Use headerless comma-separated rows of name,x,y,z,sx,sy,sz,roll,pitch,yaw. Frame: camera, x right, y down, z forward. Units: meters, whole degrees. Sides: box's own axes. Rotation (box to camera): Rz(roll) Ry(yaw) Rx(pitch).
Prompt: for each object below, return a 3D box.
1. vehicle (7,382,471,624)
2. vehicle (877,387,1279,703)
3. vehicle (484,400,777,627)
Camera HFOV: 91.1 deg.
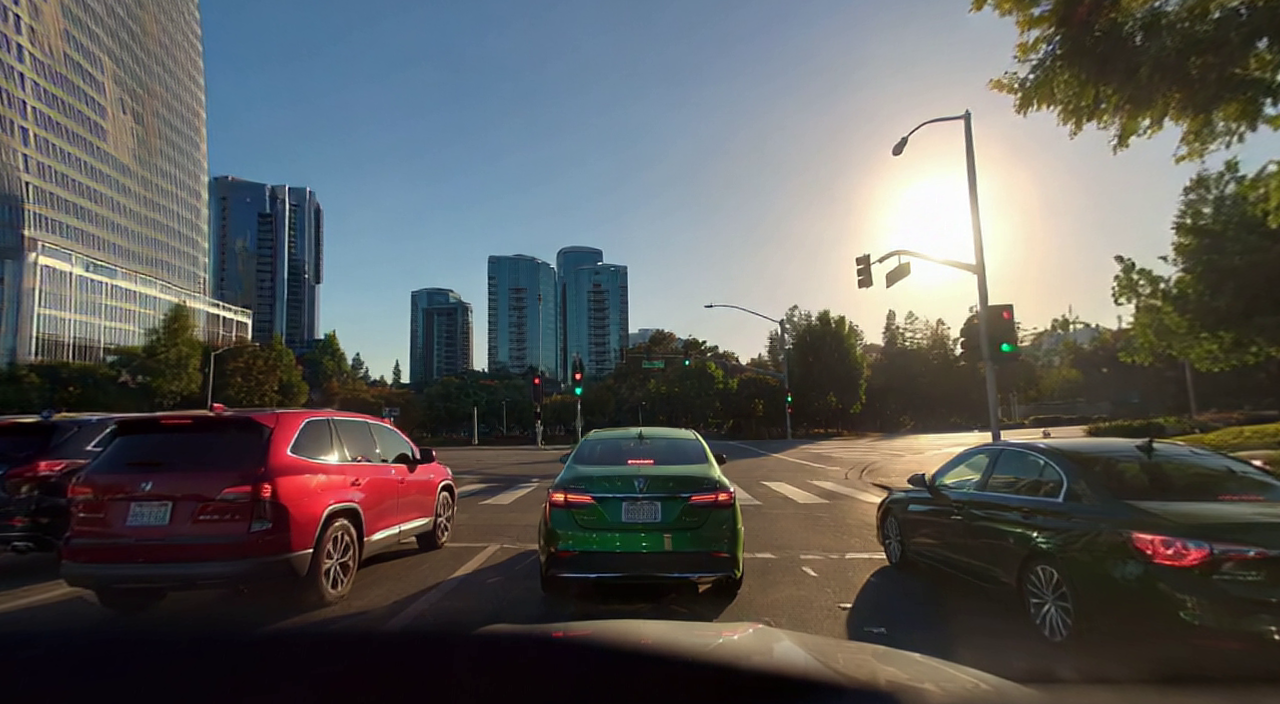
vehicle,-3.554,1.422,6.856,2.014,1.755,4.360,0,-8,3
vehicle,3.592,1.201,4.607,2.010,1.486,4.498,0,-8,1
vehicle,-0.046,1.402,6.307,2.047,1.579,3.642,0,-8,1
